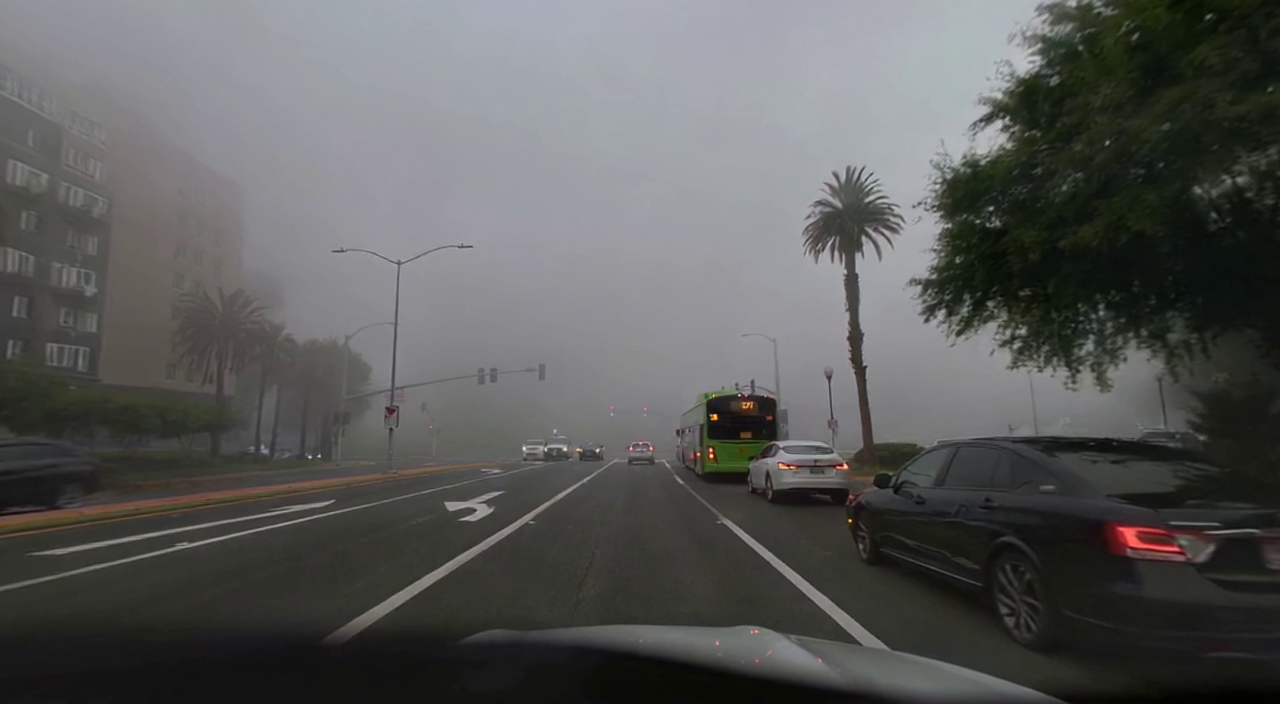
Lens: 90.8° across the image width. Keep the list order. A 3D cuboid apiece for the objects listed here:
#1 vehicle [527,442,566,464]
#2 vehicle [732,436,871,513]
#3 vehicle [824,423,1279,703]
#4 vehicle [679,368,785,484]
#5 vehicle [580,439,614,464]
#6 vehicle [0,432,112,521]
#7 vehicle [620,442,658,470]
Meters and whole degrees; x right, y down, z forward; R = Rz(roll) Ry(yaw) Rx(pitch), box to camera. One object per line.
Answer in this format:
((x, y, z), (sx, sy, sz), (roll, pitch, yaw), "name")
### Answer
((-6.735, 7.324, 46.094), (1.927, 1.480, 4.832), (-1, -9, 2), "vehicle")
((3.600, 2.835, 15.203), (1.965, 1.519, 5.078), (0, -9, -1), "vehicle")
((3.343, 1.454, 5.529), (2.063, 1.483, 4.620), (0, -9, 0), "vehicle")
((3.596, 3.561, 28.728), (2.970, 4.015, 13.606), (0, -9, 1), "vehicle")
((-3.111, 7.256, 46.120), (2.020, 1.721, 4.366), (0, -9, 2), "vehicle")
((-13.723, 2.510, 12.827), (2.101, 1.740, 4.543), (0, -9, -2), "vehicle")
((0.007, 5.923, 36.236), (2.060, 1.499, 3.831), (0, -9, 1), "vehicle")
